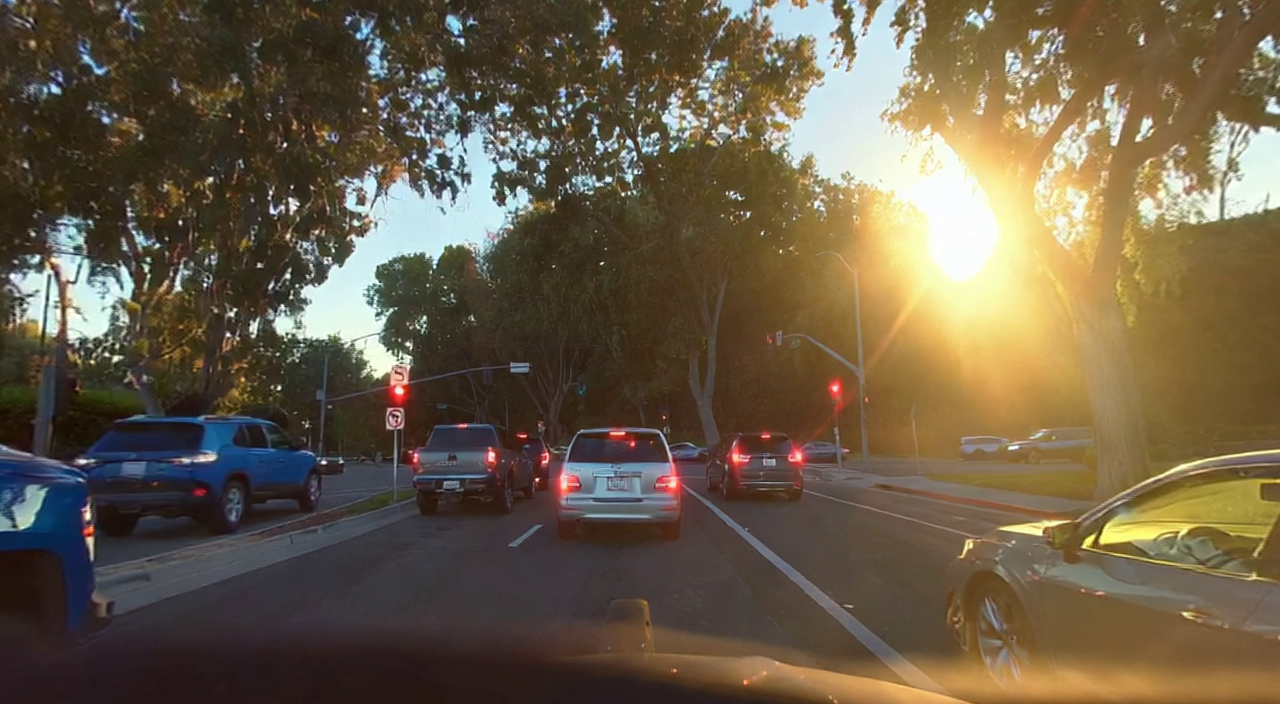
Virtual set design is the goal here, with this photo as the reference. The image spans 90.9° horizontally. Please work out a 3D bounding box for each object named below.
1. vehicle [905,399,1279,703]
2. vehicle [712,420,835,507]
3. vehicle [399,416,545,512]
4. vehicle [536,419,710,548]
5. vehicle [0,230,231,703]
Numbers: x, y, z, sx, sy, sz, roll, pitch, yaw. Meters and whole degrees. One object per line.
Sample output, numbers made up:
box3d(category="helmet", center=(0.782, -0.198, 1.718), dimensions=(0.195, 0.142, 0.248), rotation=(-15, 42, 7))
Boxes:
box3d(category="vehicle", center=(3.017, 0.963, 2.505), dimensions=(1.874, 1.477, 4.698), rotation=(0, -8, 0))
box3d(category="vehicle", center=(3.132, 2.732, 15.897), dimensions=(2.102, 1.841, 4.587), rotation=(0, -8, 0))
box3d(category="vehicle", center=(-3.629, 2.523, 14.655), dimensions=(2.089, 1.857, 4.488), rotation=(0, -8, 1))
box3d(category="vehicle", center=(-0.223, 1.939, 9.872), dimensions=(2.194, 1.607, 3.690), rotation=(0, -8, 0))
box3d(category="vehicle", center=(-3.482, 0.347, 0.312), dimensions=(2.656, 2.021, 5.800), rotation=(0, -8, 0))
